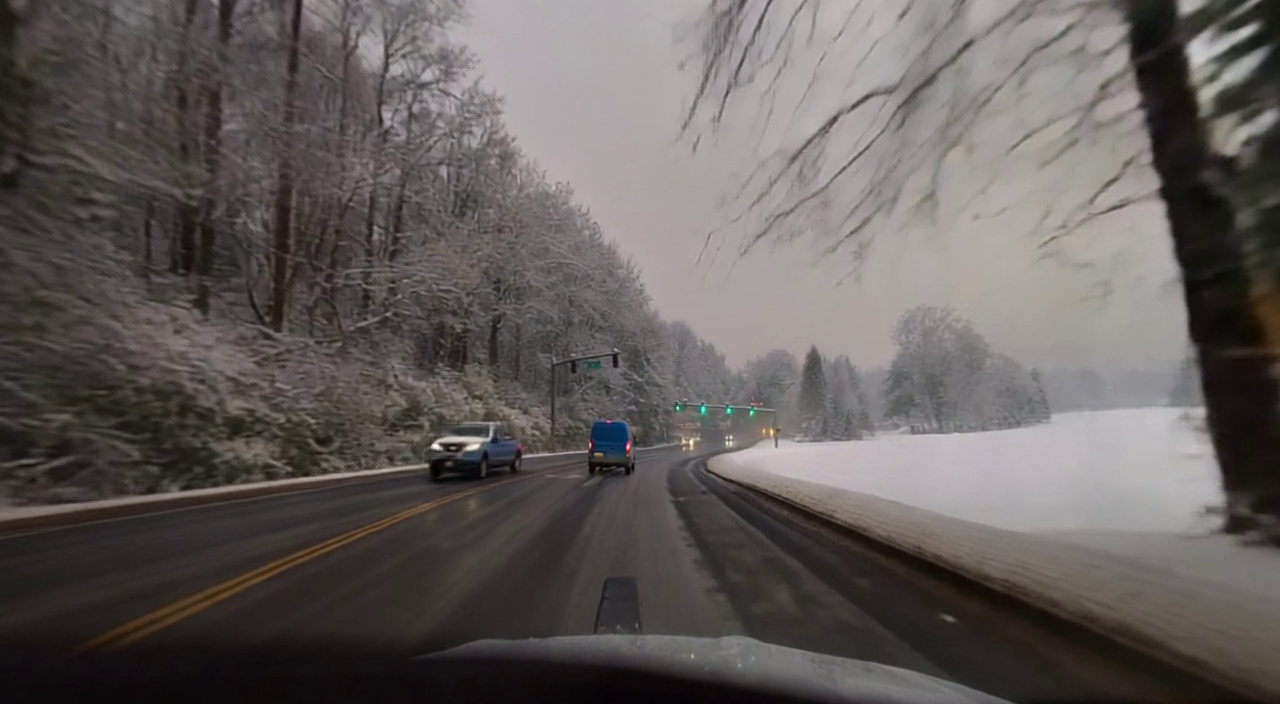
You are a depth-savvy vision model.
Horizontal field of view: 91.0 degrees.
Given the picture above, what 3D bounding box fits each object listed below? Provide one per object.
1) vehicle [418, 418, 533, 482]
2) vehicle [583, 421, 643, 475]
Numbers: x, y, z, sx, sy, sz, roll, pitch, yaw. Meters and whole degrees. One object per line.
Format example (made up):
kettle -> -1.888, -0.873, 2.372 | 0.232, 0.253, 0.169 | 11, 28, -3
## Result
vehicle -> -5.647, 3.486, 22.579 | 2.295, 1.981, 5.836 | 0, -8, 3
vehicle -> -1.110, 4.335, 28.608 | 2.362, 2.185, 5.212 | 0, -8, 1
